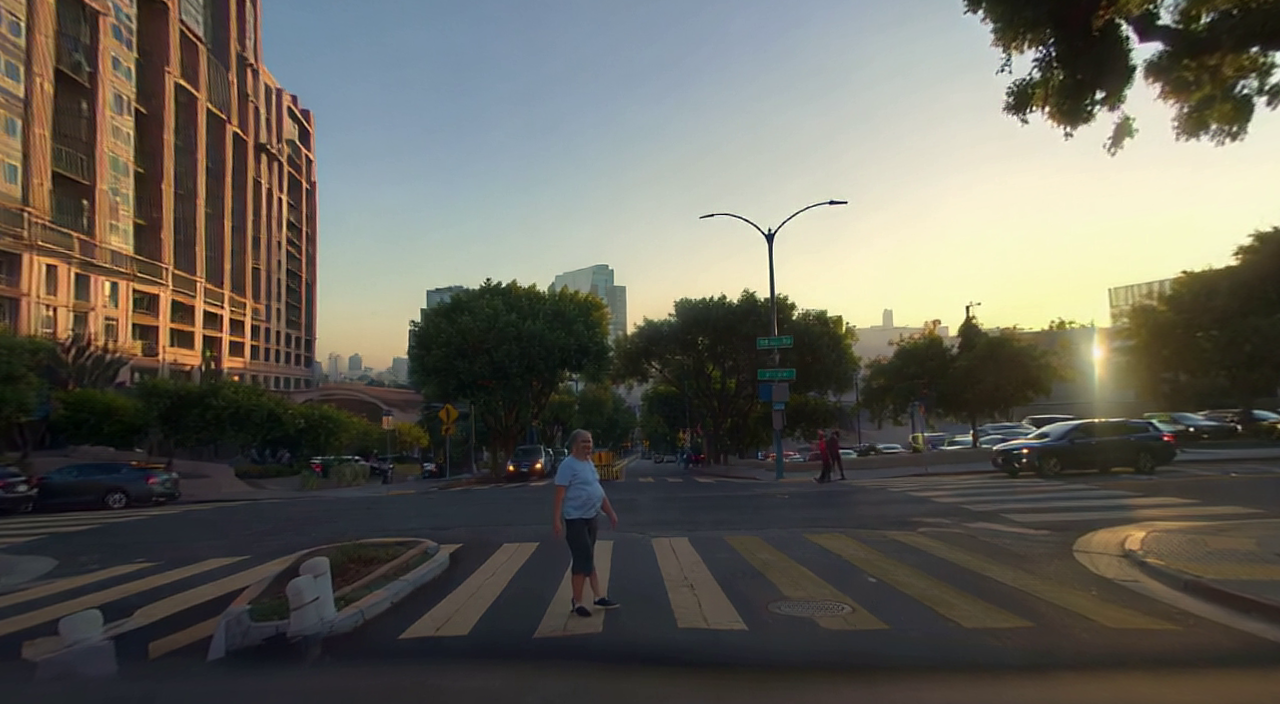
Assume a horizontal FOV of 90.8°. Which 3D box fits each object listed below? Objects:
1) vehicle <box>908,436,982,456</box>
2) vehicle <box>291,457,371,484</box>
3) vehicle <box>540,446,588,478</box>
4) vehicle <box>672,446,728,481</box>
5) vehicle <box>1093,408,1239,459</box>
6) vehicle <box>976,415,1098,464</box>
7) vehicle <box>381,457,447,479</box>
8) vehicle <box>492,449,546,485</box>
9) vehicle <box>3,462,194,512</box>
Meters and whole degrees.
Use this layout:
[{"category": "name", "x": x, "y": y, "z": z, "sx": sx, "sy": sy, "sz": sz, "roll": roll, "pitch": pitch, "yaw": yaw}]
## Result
[{"category": "vehicle", "x": 23.014, "y": 7.088, "z": 47.770, "sx": 4.528, "sy": 1.475, "sz": 2.070, "roll": 0, "pitch": -8, "yaw": 3}, {"category": "vehicle", "x": -23.174, "y": 8.886, "z": 47.473, "sx": 4.844, "sy": 1.836, "sz": 2.117, "roll": -1, "pitch": -8, "yaw": 4}, {"category": "vehicle", "x": -4.445, "y": 6.548, "z": 37.695, "sx": 2.102, "sy": 1.768, "sz": 4.290, "roll": -1, "pitch": -9, "yaw": 3}, {"category": "vehicle", "x": 3.281, "y": 5.895, "z": 33.693, "sx": 1.942, "sy": 1.603, "sz": 3.785, "roll": 1, "pitch": -7, "yaw": 22}, {"category": "vehicle", "x": 22.304, "y": 3.533, "z": 27.143, "sx": 2.137, "sy": 1.962, "sz": 4.988, "roll": -1, "pitch": -8, "yaw": 3}, {"category": "vehicle", "x": 16.743, "y": 3.791, "z": 26.996, "sx": 2.041, "sy": 1.921, "sz": 4.574, "roll": 0, "pitch": -9, "yaw": -2}, {"category": "vehicle", "x": -16.907, "y": 8.662, "z": 47.371, "sx": 4.203, "sy": 1.544, "sz": 1.889, "roll": 0, "pitch": -8, "yaw": 2}, {"category": "vehicle", "x": -7.616, "y": 7.250, "z": 40.251, "sx": 2.193, "sy": 1.814, "sz": 5.061, "roll": -9, "pitch": -8, "yaw": 0}, {"category": "vehicle", "x": -17.316, "y": 4.316, "z": 20.373, "sx": 4.439, "sy": 1.448, "sz": 1.793, "roll": 0, "pitch": -9, "yaw": 0}]
